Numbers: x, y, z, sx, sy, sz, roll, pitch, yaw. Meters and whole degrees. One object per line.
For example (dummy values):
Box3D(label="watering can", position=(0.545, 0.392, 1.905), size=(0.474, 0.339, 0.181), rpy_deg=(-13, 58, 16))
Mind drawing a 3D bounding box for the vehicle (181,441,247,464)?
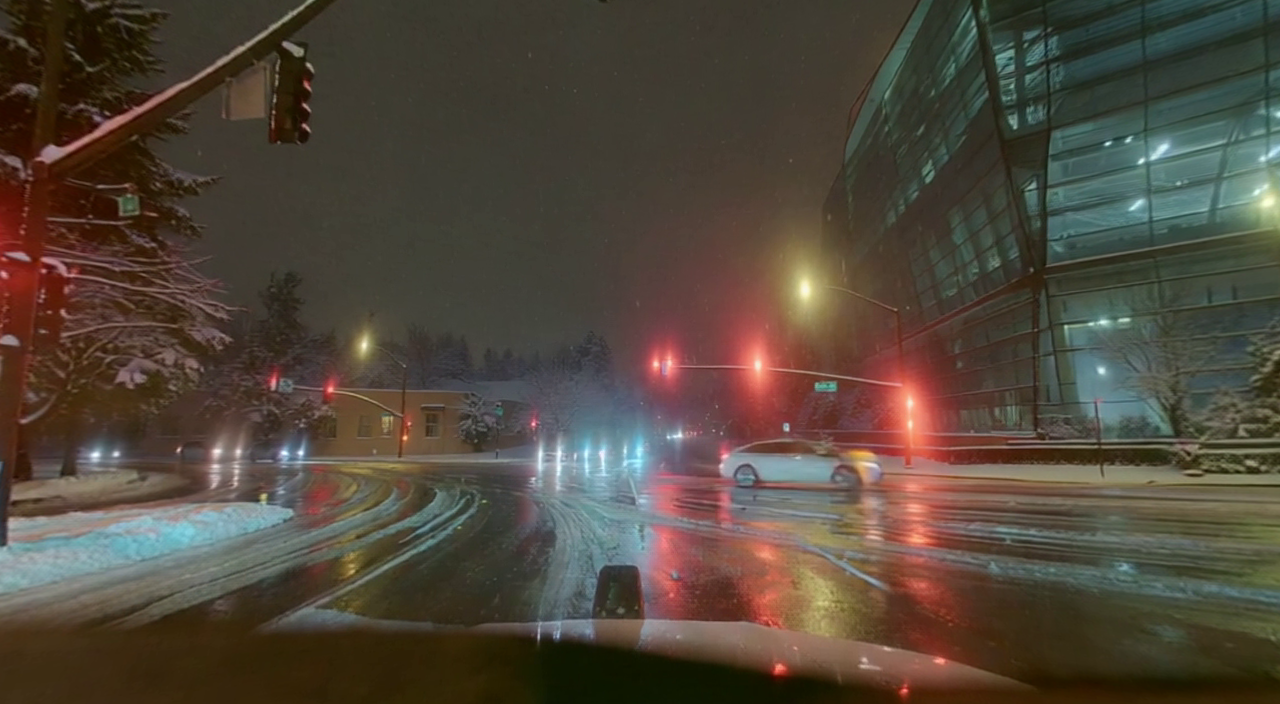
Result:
Box3D(label="vehicle", position=(-28.321, 6.645, 41.975), size=(4.380, 1.455, 1.869), rpy_deg=(-5, -10, 31))

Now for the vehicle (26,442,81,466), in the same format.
Box3D(label="vehicle", position=(-35.700, 6.176, 38.416), size=(4.323, 1.390, 1.953), rpy_deg=(-8, -11, 42))

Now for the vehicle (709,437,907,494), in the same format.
Box3D(label="vehicle", position=(4.990, 3.399, 19.319), size=(5.408, 1.505, 2.091), rpy_deg=(-7, -11, 37))
